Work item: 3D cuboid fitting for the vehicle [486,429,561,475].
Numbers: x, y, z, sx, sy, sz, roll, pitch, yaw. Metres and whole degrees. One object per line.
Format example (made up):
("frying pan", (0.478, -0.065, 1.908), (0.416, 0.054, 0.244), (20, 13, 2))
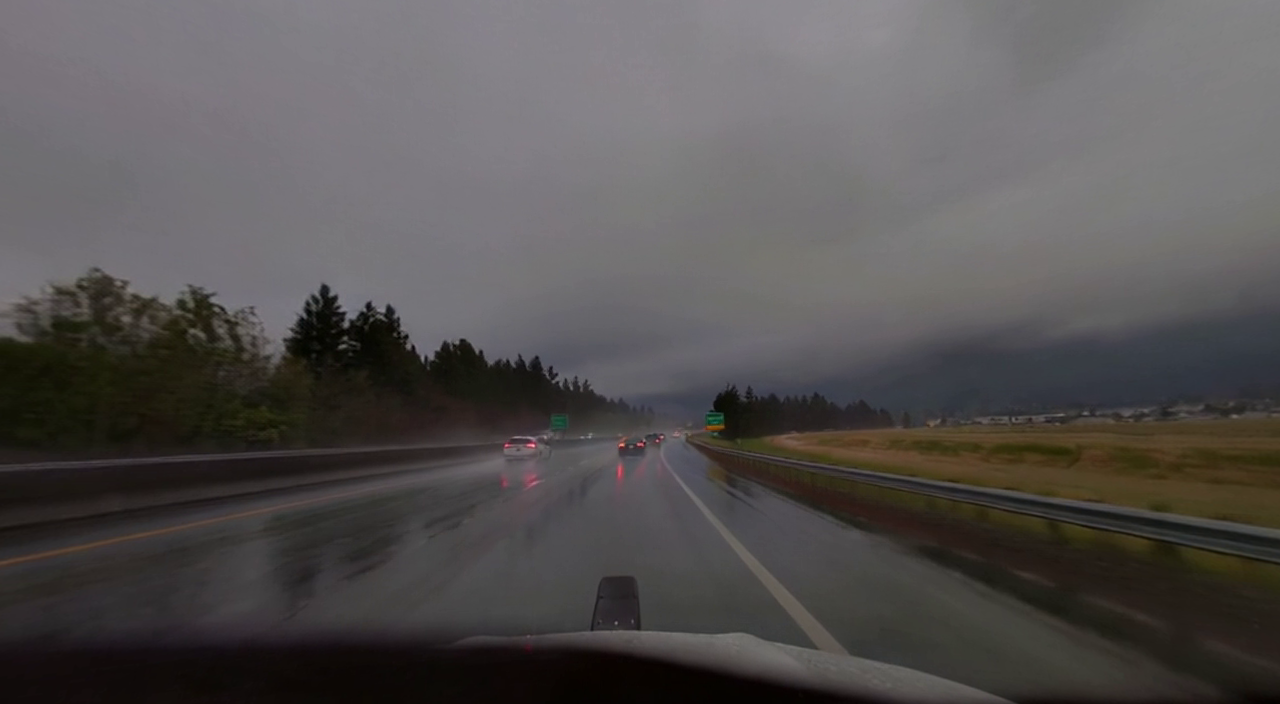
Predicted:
("vehicle", (-4.550, 3.987, 25.259), (2.075, 1.653, 4.317), (-1, -8, 1))

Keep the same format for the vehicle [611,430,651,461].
("vehicle", (-0.493, 5.407, 36.361), (2.146, 1.636, 4.026), (-1, -8, 0))
